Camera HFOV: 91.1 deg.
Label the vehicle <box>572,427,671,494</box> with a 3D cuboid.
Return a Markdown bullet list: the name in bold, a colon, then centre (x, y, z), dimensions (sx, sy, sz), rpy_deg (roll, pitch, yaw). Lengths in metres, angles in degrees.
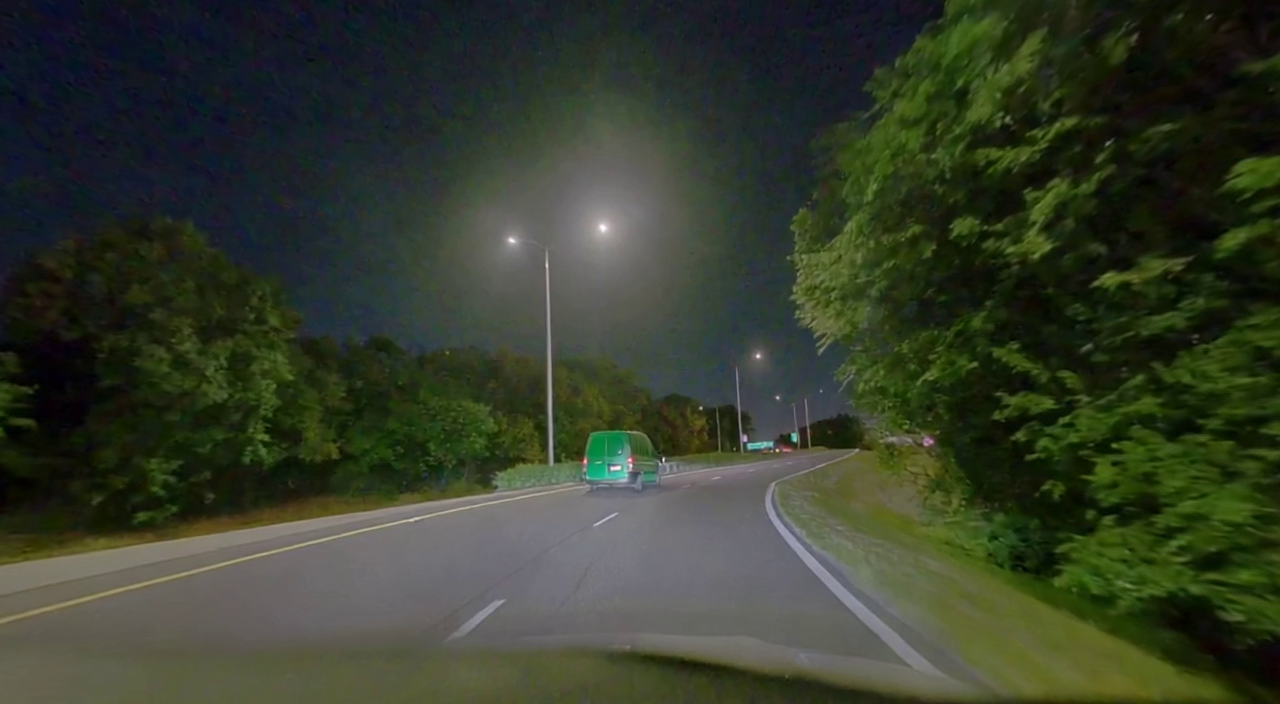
- **vehicle**: centre (-0.489, 3.710, 21.770), dimensions (2.270, 2.023, 4.632), rpy_deg (-3, -9, 14)
